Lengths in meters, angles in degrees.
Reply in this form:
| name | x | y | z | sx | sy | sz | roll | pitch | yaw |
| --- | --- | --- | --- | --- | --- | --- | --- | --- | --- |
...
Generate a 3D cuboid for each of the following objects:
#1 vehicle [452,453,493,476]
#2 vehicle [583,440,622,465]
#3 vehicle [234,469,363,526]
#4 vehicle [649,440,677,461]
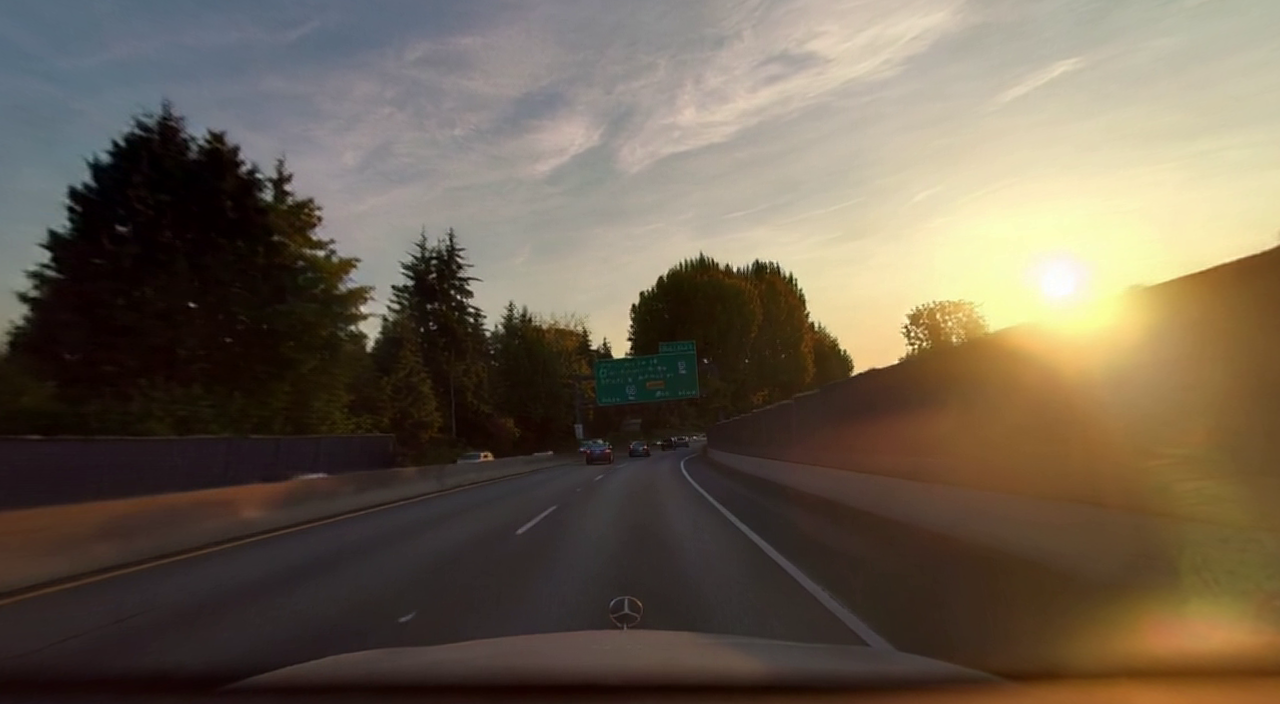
| name | x | y | z | sx | sy | sz | roll | pitch | yaw |
| --- | --- | --- | --- | --- | --- | --- | --- | --- | --- |
| vehicle | -12.977 | 8.711 | 48.910 | 1.795 | 1.604 | 4.254 | -1 | -8 | 3 |
| vehicle | -2.388 | 6.528 | 41.029 | 1.985 | 1.518 | 3.847 | -1 | -8 | 4 |
| vehicle | -10.546 | 4.497 | 19.820 | 1.758 | 1.406 | 4.118 | 0 | -8 | 0 |
| vehicle | 1.857 | 7.708 | 49.287 | 2.077 | 1.533 | 3.854 | -1 | -8 | 4 |
